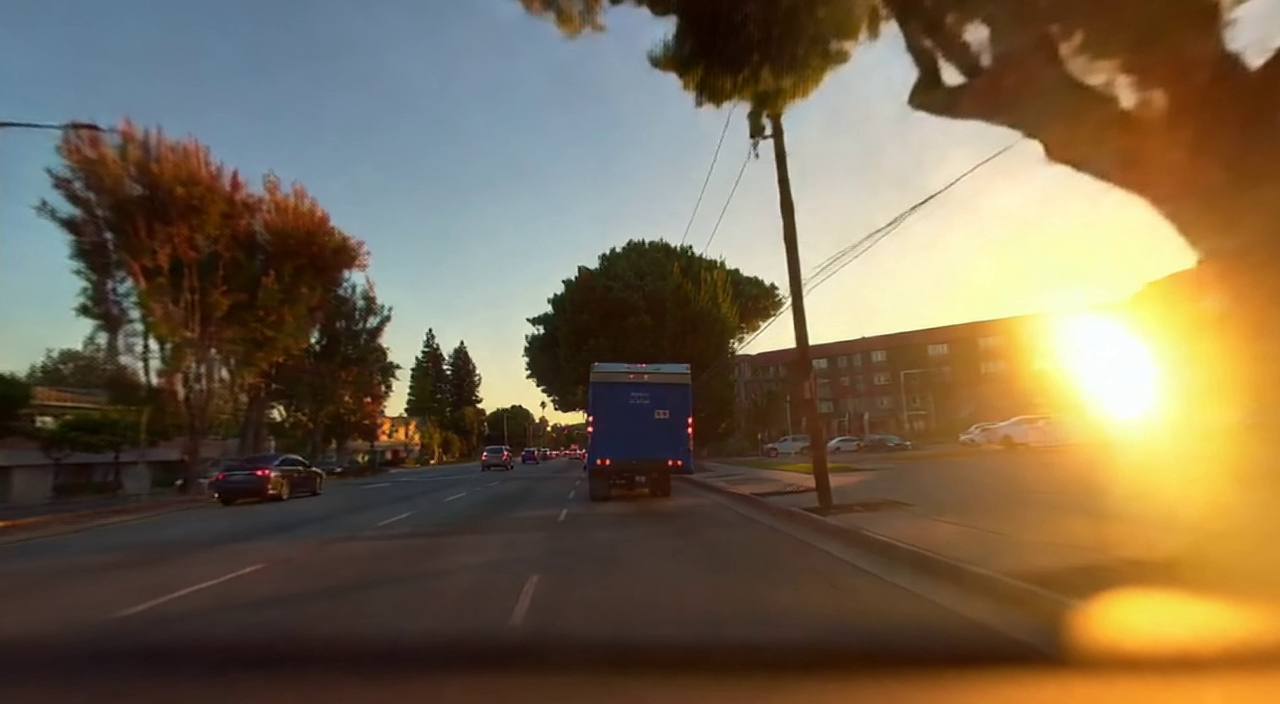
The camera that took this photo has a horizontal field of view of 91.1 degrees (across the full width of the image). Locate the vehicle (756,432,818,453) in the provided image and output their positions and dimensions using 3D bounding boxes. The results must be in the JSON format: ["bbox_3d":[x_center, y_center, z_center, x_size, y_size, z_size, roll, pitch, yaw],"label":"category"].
[{"bbox_3d":[11.441,7.041,48.914,4.321,1.579,1.823,1,-8,-4],"label":"vehicle"}]

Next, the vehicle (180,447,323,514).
[{"bbox_3d":[-10.908,3.577,18.071,1.958,1.672,4.283,1,-9,-10],"label":"vehicle"}]

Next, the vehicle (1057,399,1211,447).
[{"bbox_3d":[23.250,3.497,29.983,2.220,1.981,5.827,2,-9,-6],"label":"vehicle"}]

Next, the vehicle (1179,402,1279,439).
[{"bbox_3d":[28.662,3.322,30.146,1.827,1.498,3.785,-3,-9,-7],"label":"vehicle"}]

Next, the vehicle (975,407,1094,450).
[{"bbox_3d":[17.984,3.583,28.948,1.880,1.804,4.679,1,-9,-9],"label":"vehicle"}]

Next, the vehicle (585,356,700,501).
[{"bbox_3d":[-0.321,2.577,20.318,2.905,3.644,8.807,1,-9,-5],"label":"vehicle"}]

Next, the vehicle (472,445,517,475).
[{"bbox_3d":[-9.226,6.849,40.163,2.095,1.759,4.433,0,-9,-3],"label":"vehicle"}]
